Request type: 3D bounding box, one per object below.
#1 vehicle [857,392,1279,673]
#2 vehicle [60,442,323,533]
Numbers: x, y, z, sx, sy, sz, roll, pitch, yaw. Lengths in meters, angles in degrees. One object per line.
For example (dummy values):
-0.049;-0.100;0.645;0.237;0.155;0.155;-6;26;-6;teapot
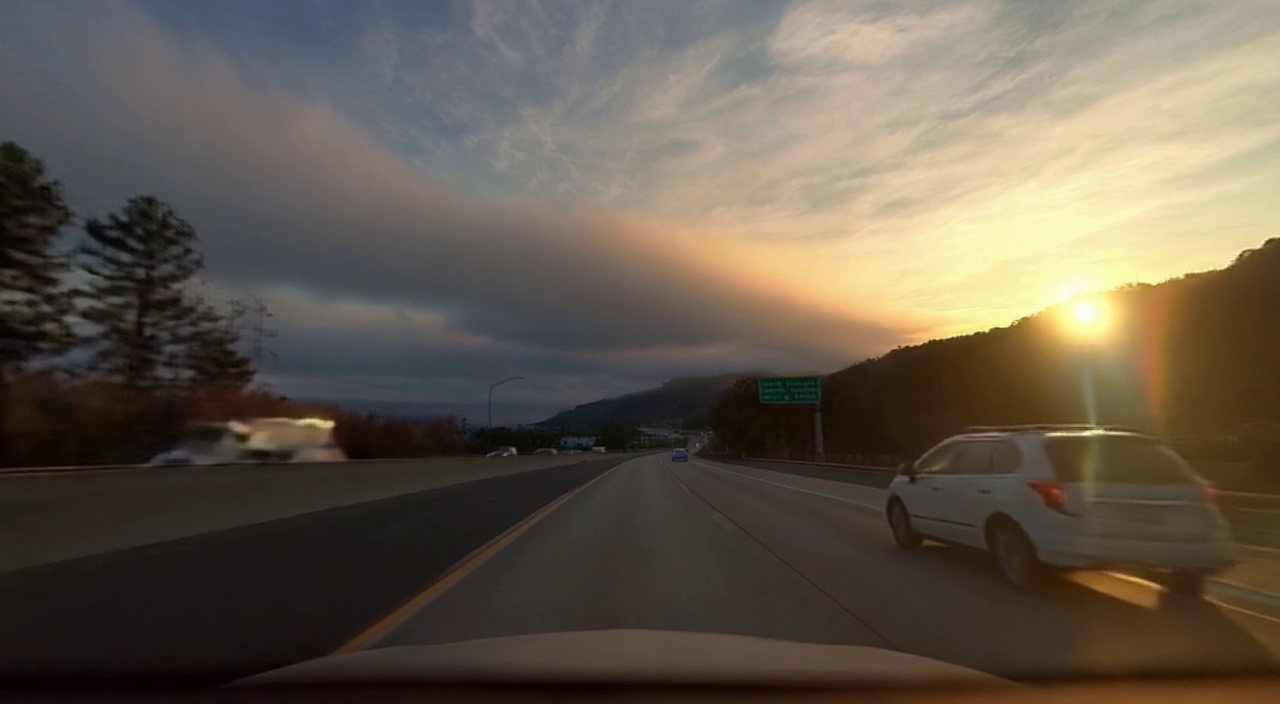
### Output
4.063;1.436;6.168;2.089;1.660;4.729;0;-9;-1;vehicle
-8.794;2.672;12.987;2.063;1.512;4.610;0;-9;0;vehicle
